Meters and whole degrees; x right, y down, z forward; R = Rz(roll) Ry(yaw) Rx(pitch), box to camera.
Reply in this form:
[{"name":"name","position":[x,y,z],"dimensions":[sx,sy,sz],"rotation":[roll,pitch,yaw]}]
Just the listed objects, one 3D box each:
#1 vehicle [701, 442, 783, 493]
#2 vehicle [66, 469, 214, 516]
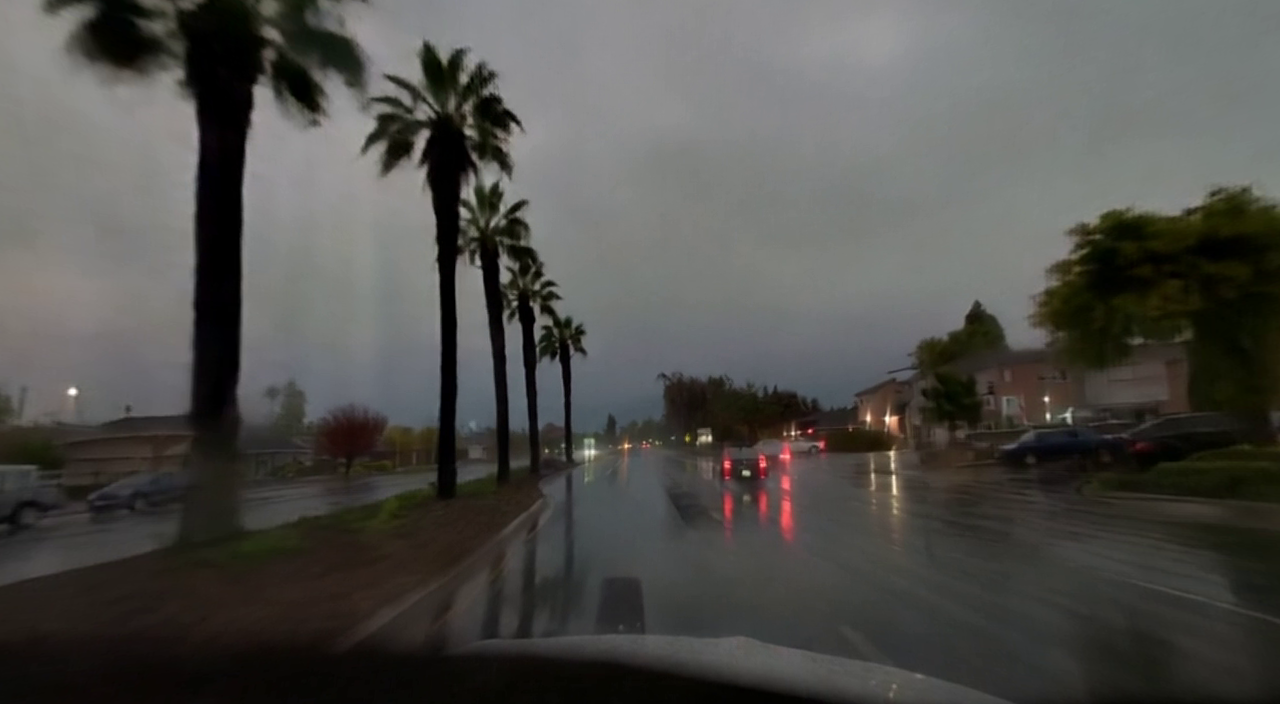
[{"name":"vehicle","position":[3.241,3.755,20.996],"dimensions":[1.989,1.492,4.689],"rotation":[0,-9,1]},{"name":"vehicle","position":[-19.149,5.364,24.550],"dimensions":[1.897,1.482,4.707],"rotation":[0,-9,0]}]
